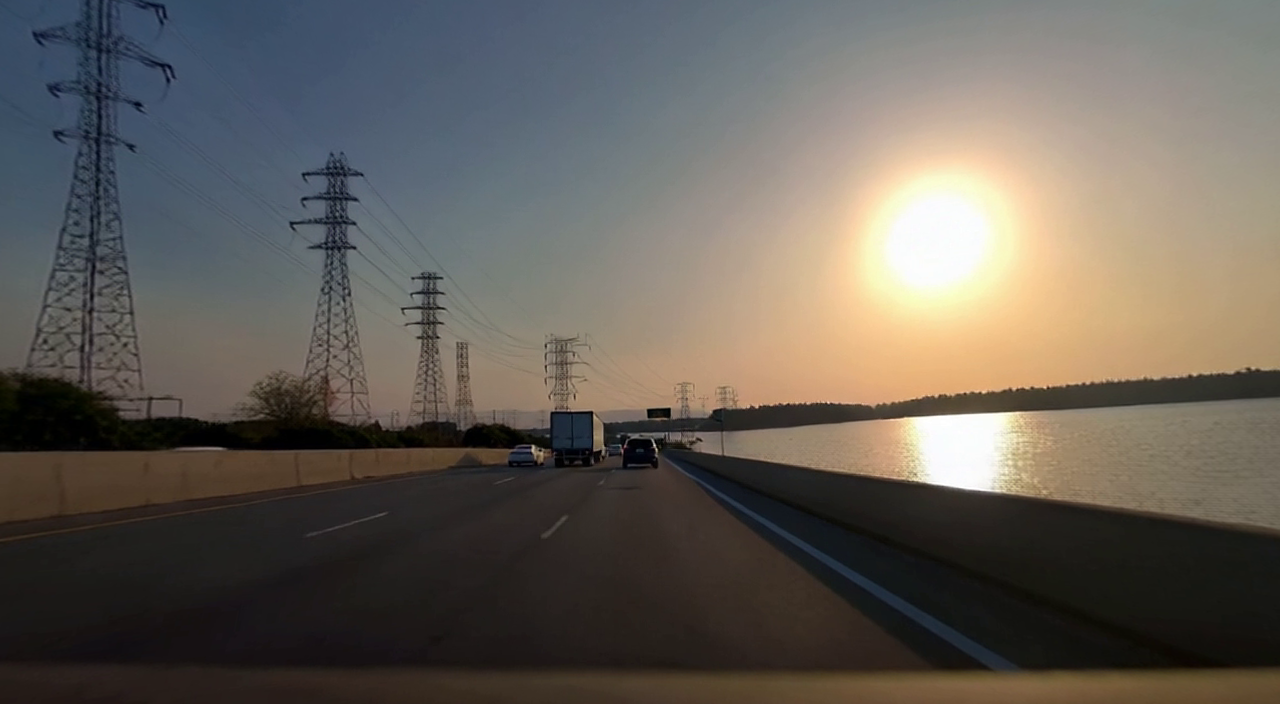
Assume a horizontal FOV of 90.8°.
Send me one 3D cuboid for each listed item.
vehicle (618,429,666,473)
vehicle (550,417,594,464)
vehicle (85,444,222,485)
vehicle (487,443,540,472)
[{"bbox_3d":[0.129,5.253,33.491,2.358,2.144,4.713,0,-9,0],"label":"vehicle"},{"bbox_3d":[-3.754,4.959,35.283,2.178,2.522,2.054,0,-9,1],"label":"vehicle"},{"bbox_3d":[-19.236,4.425,25.272,1.841,1.466,4.555,0,-9,0],"label":"vehicle"},{"bbox_3d":[-7.133,6.004,36.126,2.004,1.545,4.513,0,-9,1],"label":"vehicle"}]
